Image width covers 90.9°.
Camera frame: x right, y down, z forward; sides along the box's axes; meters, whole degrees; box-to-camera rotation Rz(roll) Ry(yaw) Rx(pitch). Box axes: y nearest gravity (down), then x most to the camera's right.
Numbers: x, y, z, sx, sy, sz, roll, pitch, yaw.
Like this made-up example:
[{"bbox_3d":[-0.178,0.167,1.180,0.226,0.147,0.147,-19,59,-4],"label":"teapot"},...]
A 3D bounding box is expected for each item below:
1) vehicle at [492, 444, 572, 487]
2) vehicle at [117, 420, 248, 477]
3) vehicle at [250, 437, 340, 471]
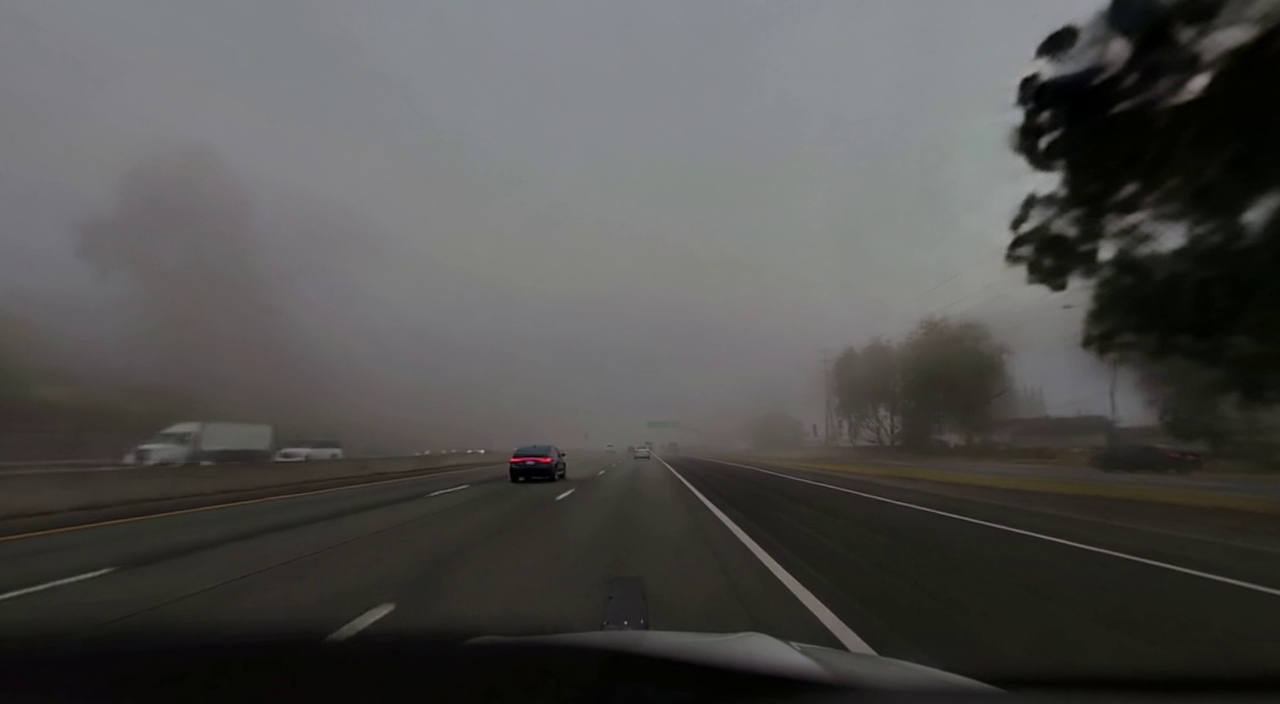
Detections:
[{"bbox_3d":[-3.800,4.075,23.028,2.048,1.368,4.613,-1,-9,1],"label":"vehicle"},{"bbox_3d":[-28.024,5.961,39.155,2.746,3.161,7.145,0,-9,-1],"label":"vehicle"},{"bbox_3d":[-22.332,6.616,41.214,2.208,1.997,6.406,-1,-9,1],"label":"vehicle"}]
